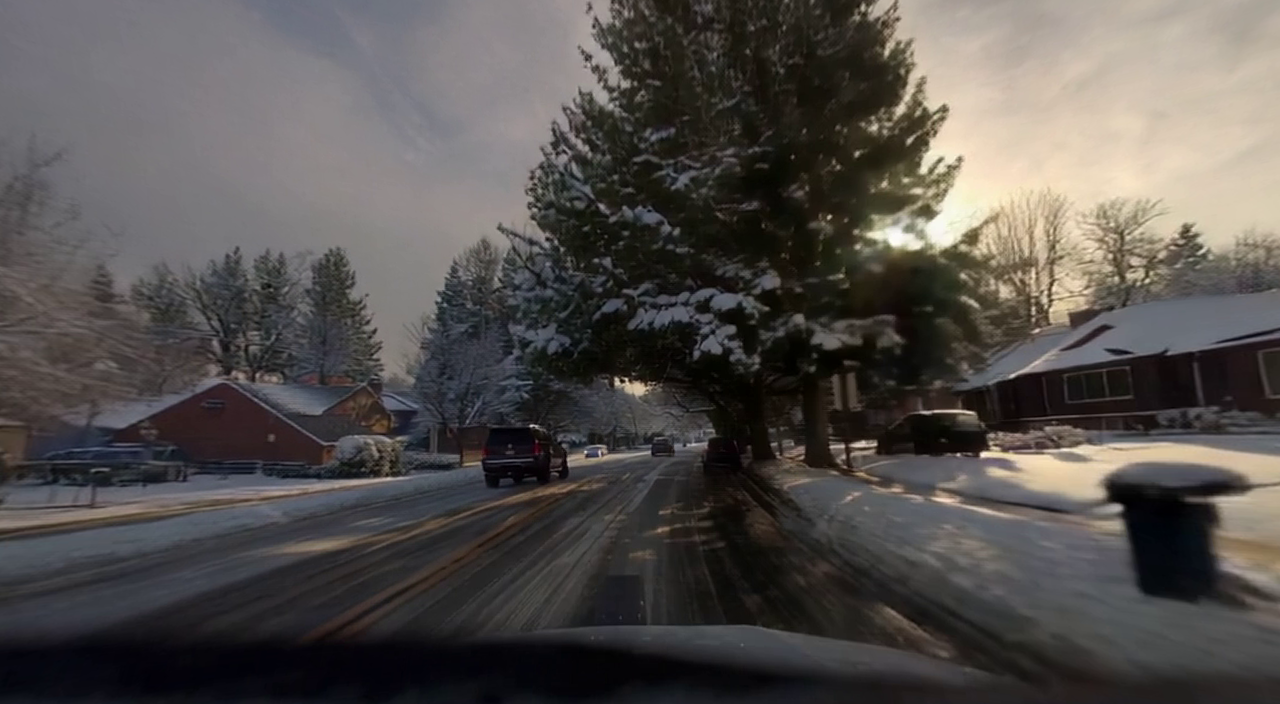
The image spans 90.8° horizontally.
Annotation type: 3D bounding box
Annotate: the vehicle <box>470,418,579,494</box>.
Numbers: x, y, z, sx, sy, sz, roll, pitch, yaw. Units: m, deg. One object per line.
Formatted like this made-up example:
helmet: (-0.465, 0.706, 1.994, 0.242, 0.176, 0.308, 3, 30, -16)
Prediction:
vehicle: (-3.457, 3.259, 20.154, 2.085, 2.084, 5.133, -1, -8, 5)

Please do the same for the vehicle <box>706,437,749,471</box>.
vehicle: (4.641, 5.392, 33.598, 2.040, 1.643, 4.446, -1, -9, 8)
